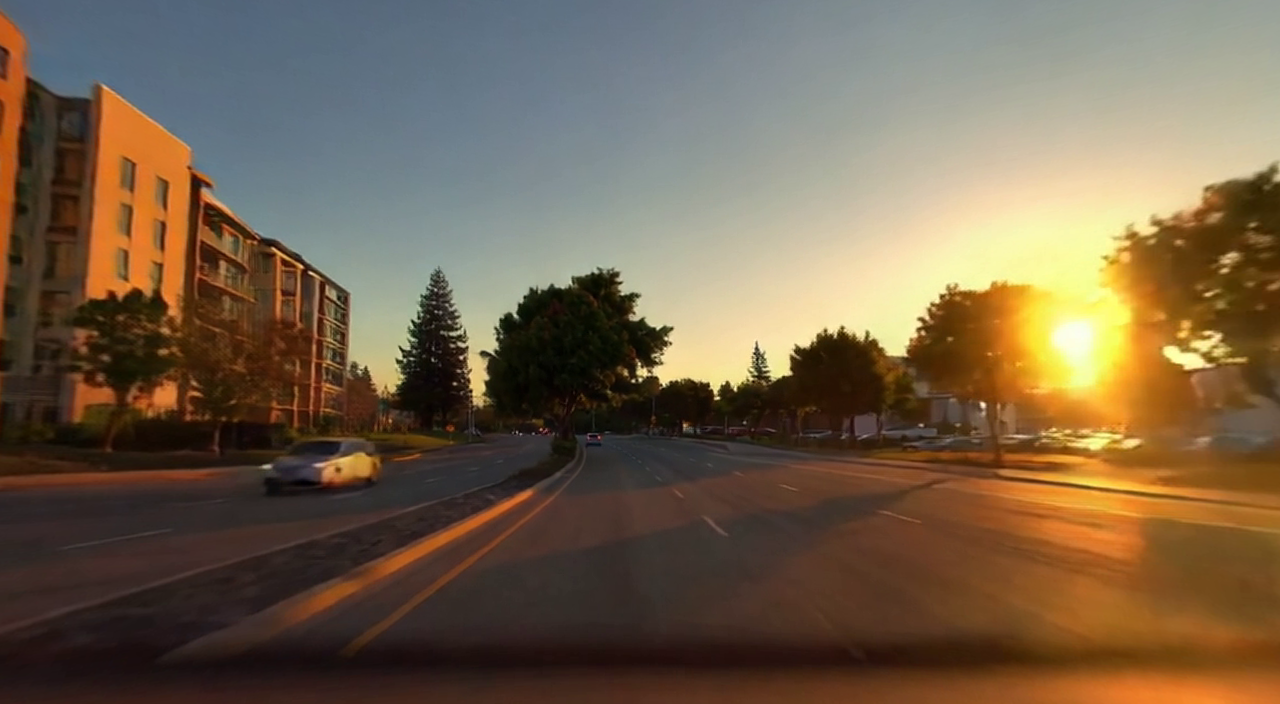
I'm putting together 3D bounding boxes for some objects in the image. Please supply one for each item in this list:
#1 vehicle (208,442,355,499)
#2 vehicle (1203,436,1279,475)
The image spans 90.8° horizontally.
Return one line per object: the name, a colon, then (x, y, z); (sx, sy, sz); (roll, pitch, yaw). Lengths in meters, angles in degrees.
vehicle: (-10.548, 3.496, 19.038); (1.963, 1.518, 4.278); (0, -9, -1)
vehicle: (26.840, 4.316, 26.517); (4.442, 1.557, 1.924); (0, -9, 1)
